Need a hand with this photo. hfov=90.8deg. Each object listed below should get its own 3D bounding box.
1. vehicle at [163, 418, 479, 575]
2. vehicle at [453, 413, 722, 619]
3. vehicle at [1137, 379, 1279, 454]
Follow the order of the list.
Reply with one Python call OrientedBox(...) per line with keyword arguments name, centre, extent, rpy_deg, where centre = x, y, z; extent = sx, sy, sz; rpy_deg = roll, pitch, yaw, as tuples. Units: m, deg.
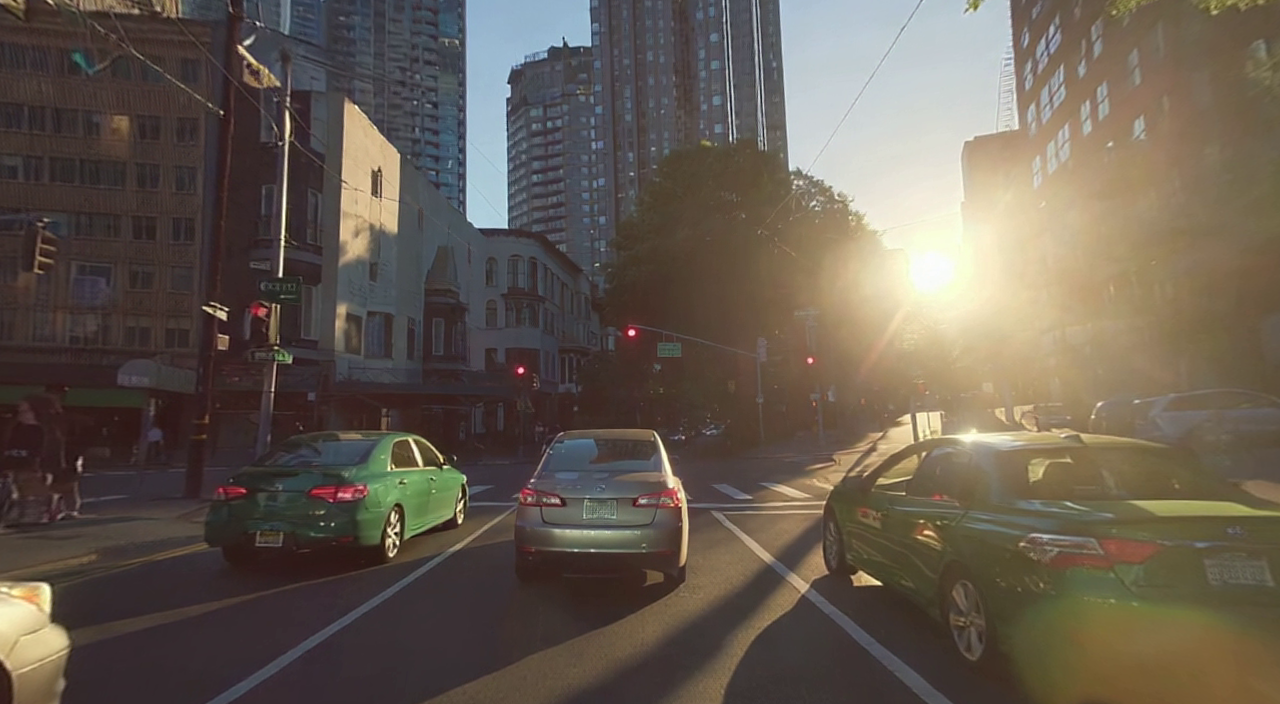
OrientedBox(name="vehicle", centre=(-3.694, 1.742, 8.415), extent=(1.934, 1.522, 4.287), rpy_deg=(0, -9, 0))
OrientedBox(name="vehicle", centre=(-0.411, 1.518, 6.737), extent=(1.999, 1.520, 3.896), rpy_deg=(0, -8, -1))
OrientedBox(name="vehicle", centre=(21.627, 2.388, 22.769), extent=(5.863, 2.493, 2.354), rpy_deg=(1, -9, -11))
